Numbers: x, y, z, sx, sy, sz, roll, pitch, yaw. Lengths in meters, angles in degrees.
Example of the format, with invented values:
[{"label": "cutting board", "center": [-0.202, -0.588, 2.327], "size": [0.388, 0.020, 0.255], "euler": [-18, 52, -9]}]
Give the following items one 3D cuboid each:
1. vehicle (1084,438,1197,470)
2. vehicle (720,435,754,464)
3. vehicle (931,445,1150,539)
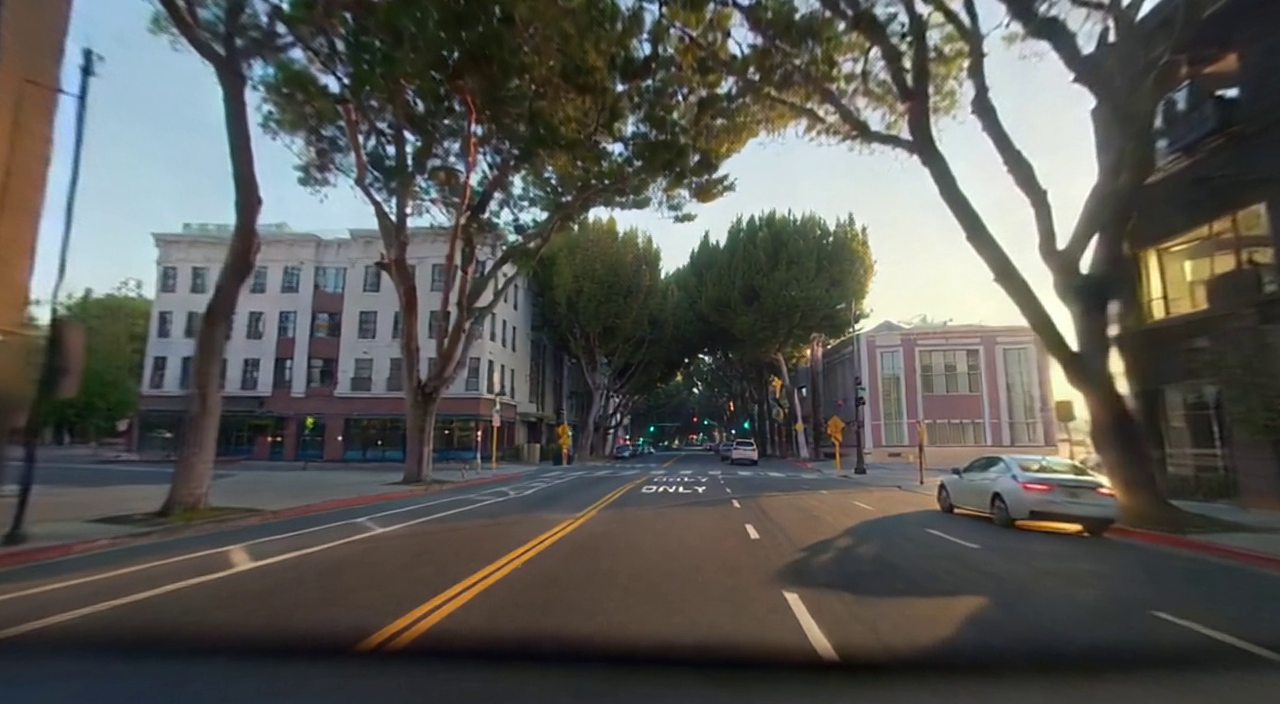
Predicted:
[{"label": "vehicle", "center": [28.587, 5.818, 36.135], "size": [4.525, 1.769, 2.180], "euler": [0, -8, 2]}, {"label": "vehicle", "center": [6.698, 6.762, 43.910], "size": [1.971, 1.919, 4.748], "euler": [-1, -8, 5]}, {"label": "vehicle", "center": [7.426, 2.561, 12.279], "size": [1.759, 1.488, 4.124], "euler": [-1, -8, 4]}]
